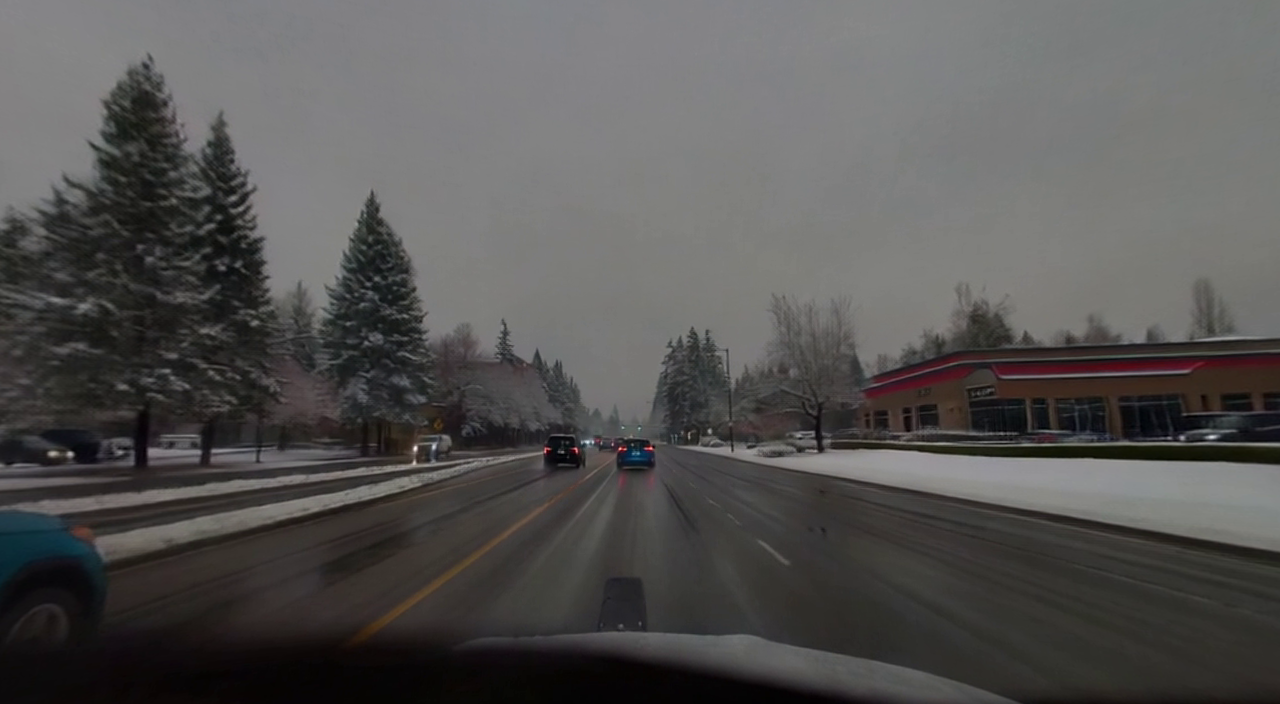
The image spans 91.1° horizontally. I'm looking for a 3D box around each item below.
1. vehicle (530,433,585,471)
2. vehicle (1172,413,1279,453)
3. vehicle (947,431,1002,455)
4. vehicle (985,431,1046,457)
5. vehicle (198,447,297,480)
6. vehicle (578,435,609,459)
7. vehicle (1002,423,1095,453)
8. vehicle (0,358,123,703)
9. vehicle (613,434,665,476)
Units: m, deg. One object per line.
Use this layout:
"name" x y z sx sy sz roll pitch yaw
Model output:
"vehicle" -3.980 4.916 30.975 2.113 1.713 4.422 0 -8 0
"vehicle" 30.256 4.033 31.189 5.405 1.896 2.219 0 -8 3
"vehicle" 19.927 5.440 37.549 1.466 1.357 3.288 0 -8 0
"vehicle" 22.356 5.463 37.469 1.487 1.361 3.317 -1 -6 -1
"vehicle" -19.637 5.563 31.669 2.039 1.497 4.561 0 -8 0
"vehicle" -3.602 7.465 49.315 2.047 1.810 4.414 0 -8 1
"vehicle" 24.195 5.177 37.424 2.079 1.656 4.564 1 -10 -8
"vehicle" -3.733 0.627 1.101 2.070 1.641 4.152 0 -8 0
"vehicle" -0.051 4.354 26.810 2.042 1.641 4.187 0 -8 0
